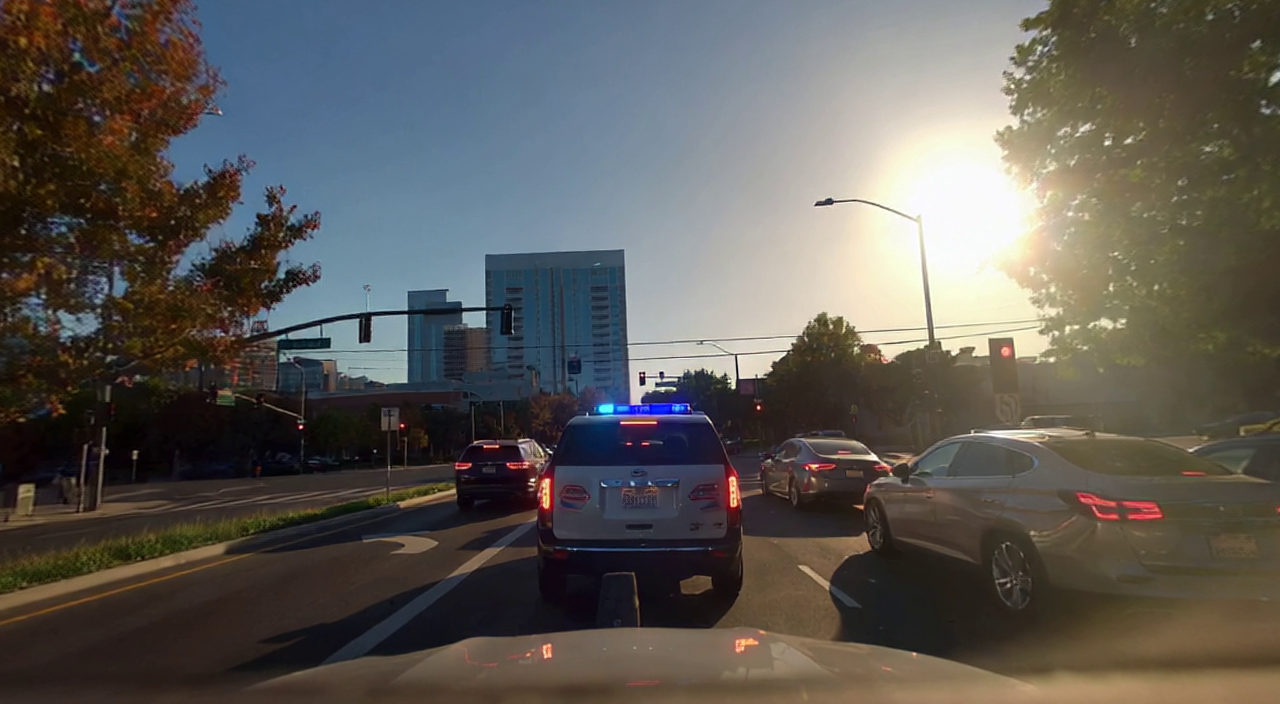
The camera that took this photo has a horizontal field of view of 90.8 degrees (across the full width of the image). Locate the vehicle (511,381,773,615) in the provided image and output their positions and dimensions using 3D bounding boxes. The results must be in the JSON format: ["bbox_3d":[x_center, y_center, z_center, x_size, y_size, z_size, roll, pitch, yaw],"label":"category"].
[{"bbox_3d":[-0.038,1.464,7.273,2.038,1.819,4.505,0,-8,-1],"label":"vehicle"}]

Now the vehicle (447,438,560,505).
[{"bbox_3d":[-3.314,2.981,16.219,1.913,1.464,4.276,0,-8,0],"label":"vehicle"}]

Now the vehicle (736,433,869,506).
[{"bbox_3d":[3.644,2.708,15.060,1.940,1.474,4.234,0,-8,-1],"label":"vehicle"}]

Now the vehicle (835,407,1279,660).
[{"bbox_3d":[3.643,1.408,6.082,1.995,1.483,4.533,0,-8,-1],"label":"vehicle"}]
